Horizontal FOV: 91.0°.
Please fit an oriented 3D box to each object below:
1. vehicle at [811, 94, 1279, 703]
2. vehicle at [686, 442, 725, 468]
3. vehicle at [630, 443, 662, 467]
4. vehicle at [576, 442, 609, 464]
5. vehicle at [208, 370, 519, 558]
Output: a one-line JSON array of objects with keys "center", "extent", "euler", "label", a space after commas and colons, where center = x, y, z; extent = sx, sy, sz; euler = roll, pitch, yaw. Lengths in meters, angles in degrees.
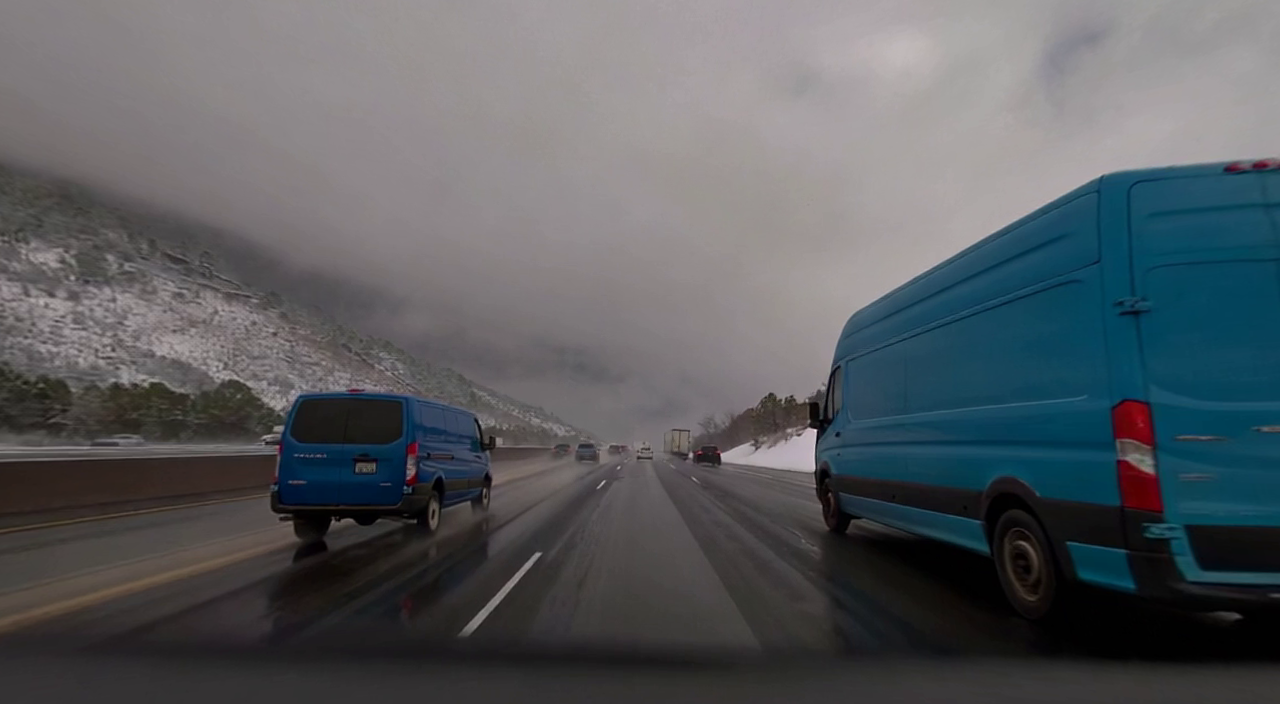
[{"center": [4.228, 0.717, 6.725], "extent": [2.764, 3.260, 7.019], "euler": [0, -9, 0], "label": "vehicle"}, {"center": [4.198, 6.713, 41.060], "extent": [2.051, 1.598, 4.145], "euler": [0, -9, -1], "label": "vehicle"}, {"center": [0.386, 6.842, 41.916], "extent": [2.014, 1.543, 3.804], "euler": [0, -9, 0], "label": "vehicle"}, {"center": [-3.590, 7.736, 48.118], "extent": [2.138, 1.581, 4.340], "euler": [0, -9, 0], "label": "vehicle"}, {"center": [-3.819, 1.751, 10.380], "extent": [2.421, 2.203, 5.775], "euler": [0, -9, 1], "label": "vehicle"}]
